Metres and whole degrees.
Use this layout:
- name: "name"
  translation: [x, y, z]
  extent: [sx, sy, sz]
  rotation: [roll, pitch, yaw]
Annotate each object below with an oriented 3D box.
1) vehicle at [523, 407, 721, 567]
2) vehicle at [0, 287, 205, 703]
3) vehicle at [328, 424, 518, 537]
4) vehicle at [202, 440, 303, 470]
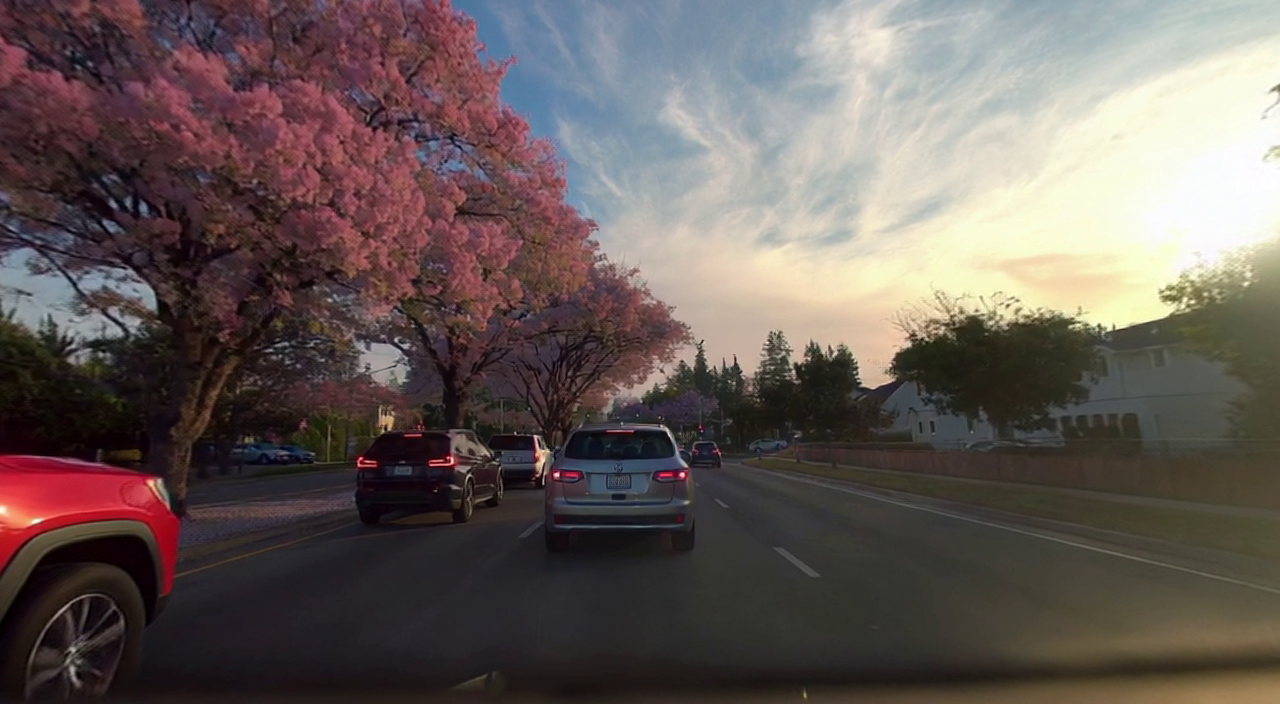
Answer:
- name: "vehicle"
  translation: [-0.202, 1.745, 8.868]
  extent: [2.112, 1.693, 4.058]
  rotation: [0, -8, 0]
- name: "vehicle"
  translation: [-3.526, 0.528, 0.946]
  extent: [2.304, 1.928, 4.833]
  rotation: [0, -8, -1]
- name: "vehicle"
  translation: [-3.665, 2.233, 11.641]
  extent: [1.948, 1.668, 4.279]
  rotation: [0, -8, 0]
- name: "vehicle"
  translation: [-28.528, 7.579, 46.814]
  extent: [5.856, 2.096, 2.481]
  rotation: [3, -9, -18]
